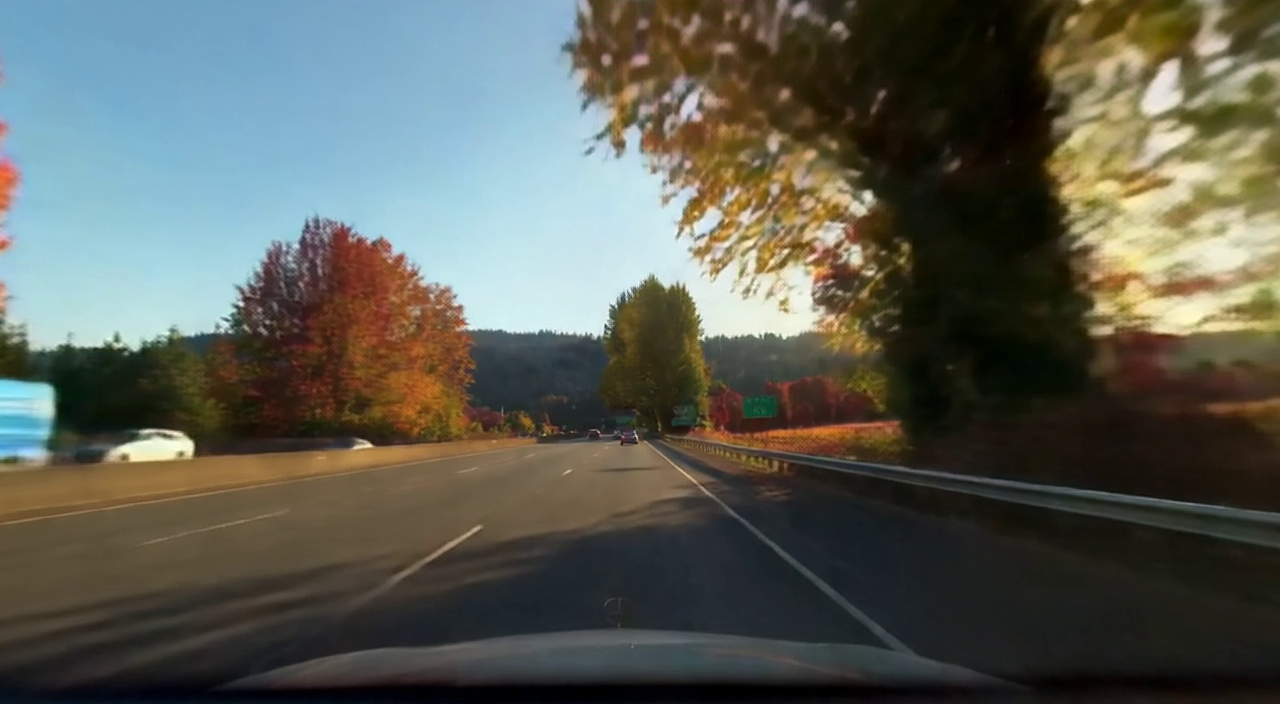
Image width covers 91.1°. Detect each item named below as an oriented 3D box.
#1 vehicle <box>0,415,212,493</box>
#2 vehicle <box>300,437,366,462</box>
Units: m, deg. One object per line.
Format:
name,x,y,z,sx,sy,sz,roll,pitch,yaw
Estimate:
vehicle,-25.071,4.416,28.070,2.823,2.845,13.346,0,-8,-1
vehicle,-20.916,6.636,43.063,2.053,1.552,4.961,0,-8,0
